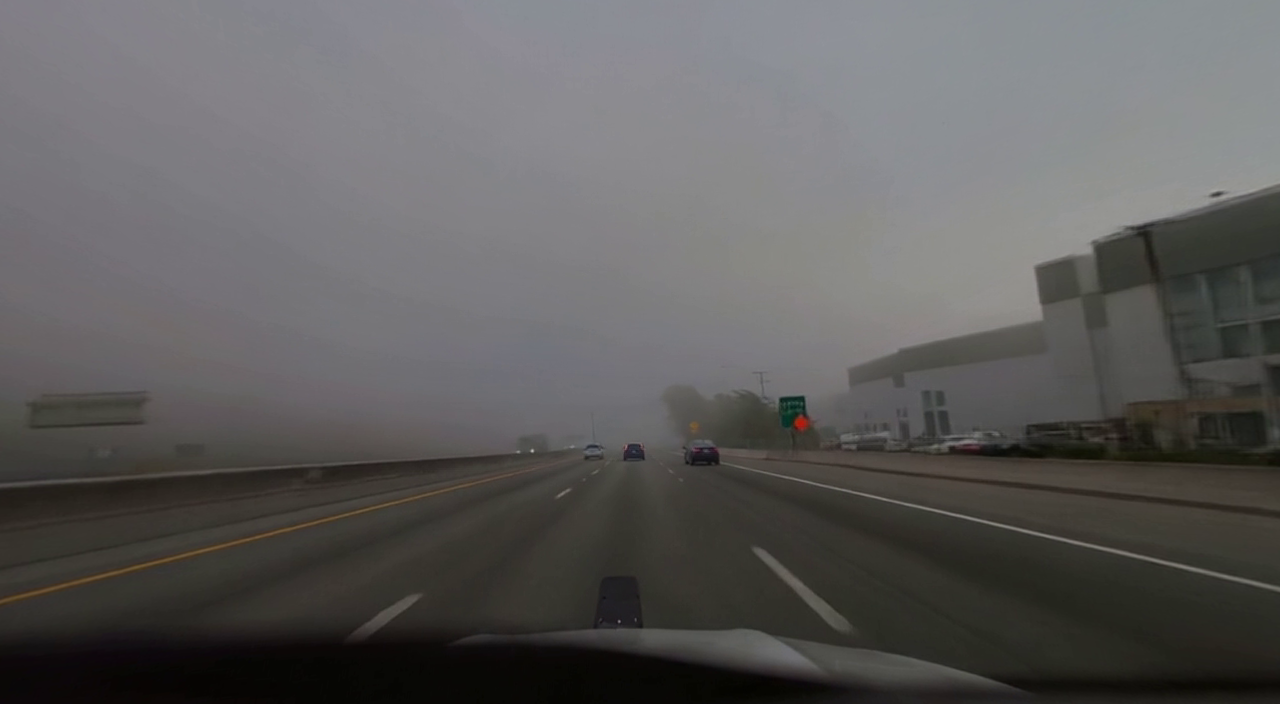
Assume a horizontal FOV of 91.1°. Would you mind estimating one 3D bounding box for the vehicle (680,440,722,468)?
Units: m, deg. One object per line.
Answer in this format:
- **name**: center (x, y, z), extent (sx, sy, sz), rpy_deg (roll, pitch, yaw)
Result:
- **vehicle**: center (3.515, 5.937, 36.767), extent (1.992, 1.532, 3.996), rpy_deg (0, -8, -1)
